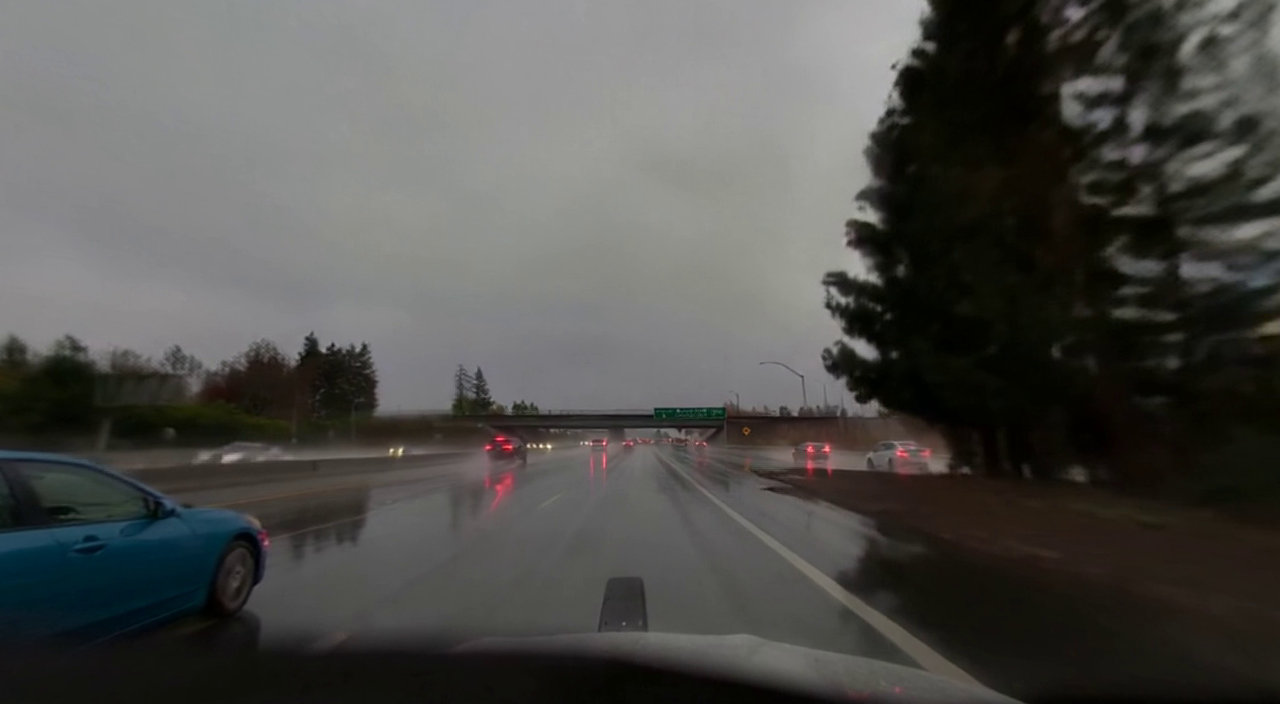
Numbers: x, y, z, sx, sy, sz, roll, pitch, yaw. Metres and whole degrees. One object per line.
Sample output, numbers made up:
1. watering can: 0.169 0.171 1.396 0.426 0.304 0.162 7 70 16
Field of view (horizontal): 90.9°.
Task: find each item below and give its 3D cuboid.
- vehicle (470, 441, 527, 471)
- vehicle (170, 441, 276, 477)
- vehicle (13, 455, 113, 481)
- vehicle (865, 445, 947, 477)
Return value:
1. vehicle: -7.424 5.486 33.608 1.987 1.486 4.174 0 -8 1
2. vehicle: -20.837 5.364 31.827 2.012 1.650 4.810 0 -8 1
3. vehicle: -37.193 7.474 40.822 1.815 1.467 4.660 -1 -8 5
4. vehicle: 13.711 5.621 32.794 2.000 1.515 4.188 1 -8 -8
